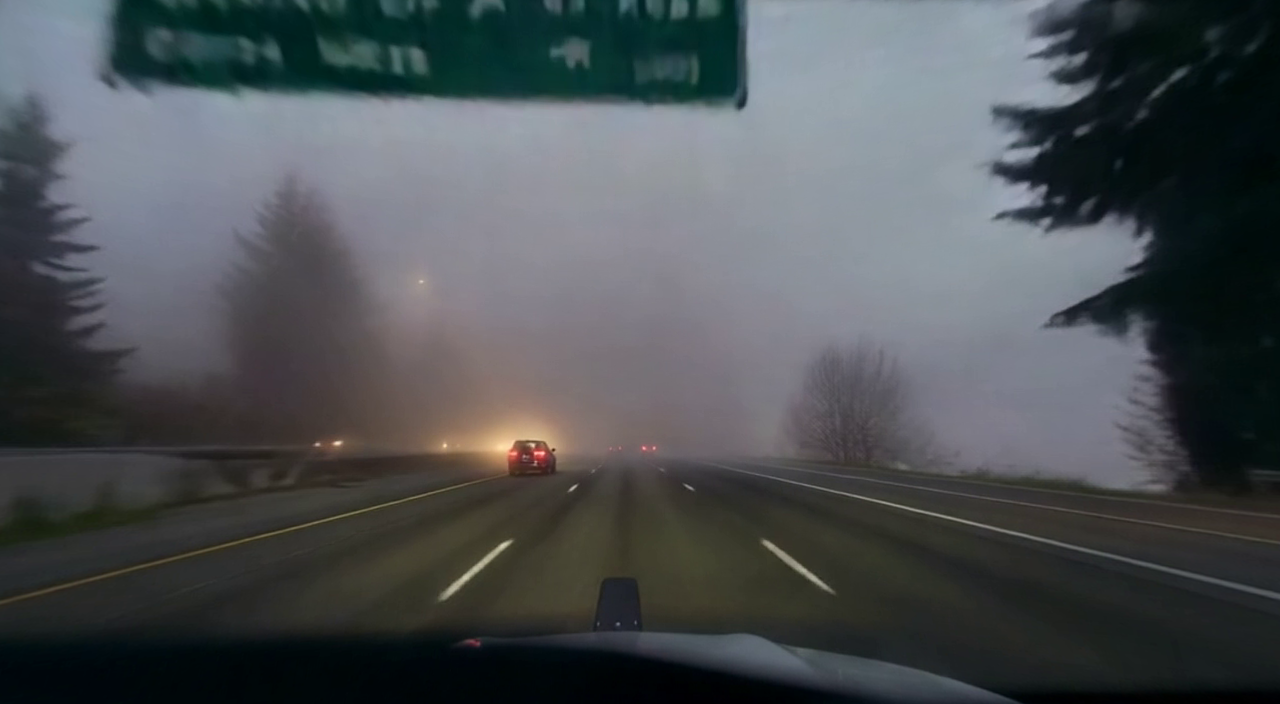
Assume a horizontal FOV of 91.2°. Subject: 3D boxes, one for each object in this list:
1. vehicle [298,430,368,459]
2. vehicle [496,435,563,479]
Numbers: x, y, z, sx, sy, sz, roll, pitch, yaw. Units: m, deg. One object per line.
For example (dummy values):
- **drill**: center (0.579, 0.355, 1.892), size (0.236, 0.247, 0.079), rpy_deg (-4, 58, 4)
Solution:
- **vehicle**: center (-17.444, 5.286, 35.841), size (1.846, 1.533, 4.317), rpy_deg (0, -9, -1)
- **vehicle**: center (-4.438, 4.271, 25.721), size (2.071, 1.615, 3.868), rpy_deg (0, -9, -1)
